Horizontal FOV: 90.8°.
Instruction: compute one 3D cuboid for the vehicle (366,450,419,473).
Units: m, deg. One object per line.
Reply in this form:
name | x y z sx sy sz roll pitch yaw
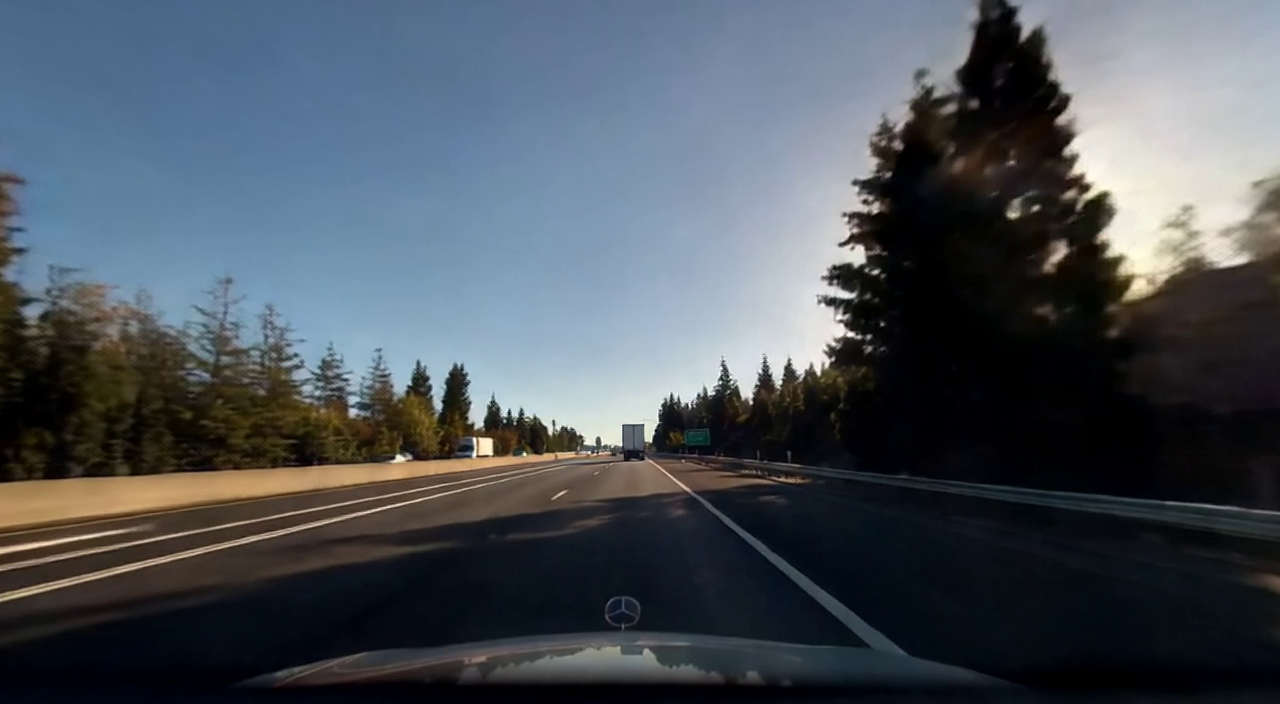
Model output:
vehicle | -18.219 8.099 46.738 1.950 1.586 4.785 0 -9 0
